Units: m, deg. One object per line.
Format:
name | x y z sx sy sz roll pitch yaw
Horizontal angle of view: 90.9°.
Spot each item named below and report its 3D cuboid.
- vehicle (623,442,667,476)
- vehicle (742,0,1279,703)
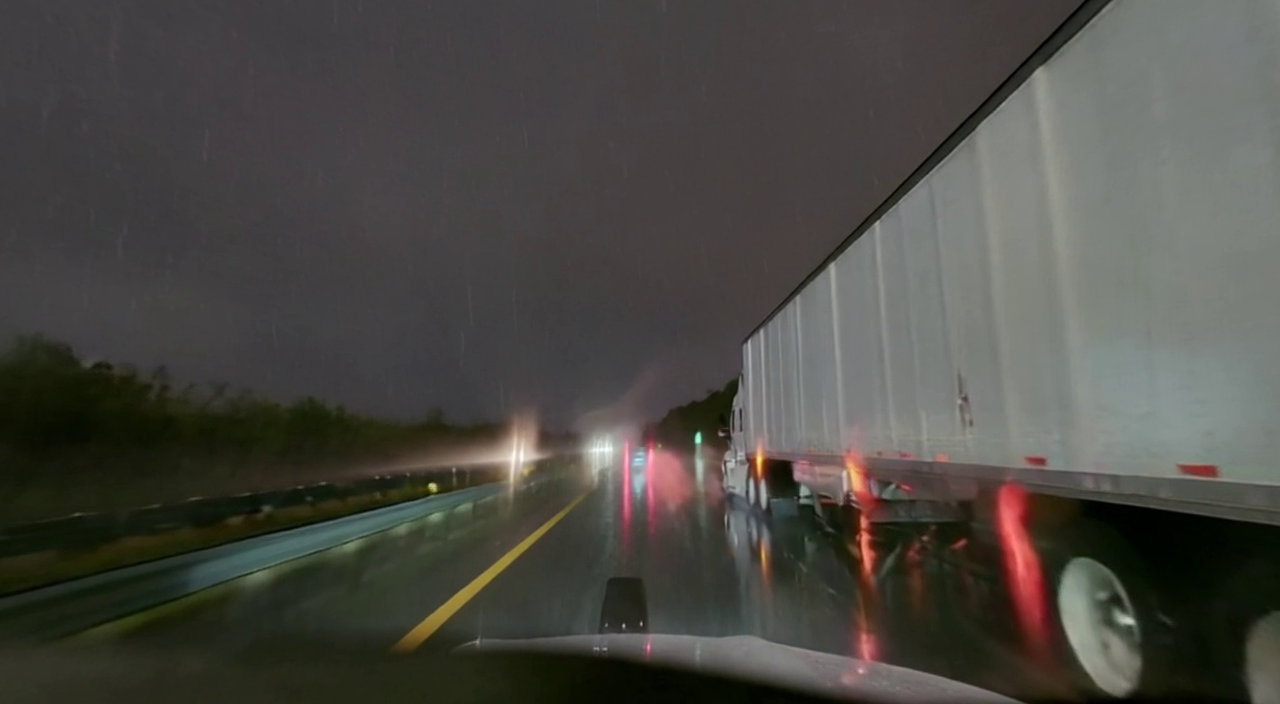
vehicle | 0.254 5.155 30.726 1.968 1.515 4.025 -1 -8 1
vehicle | 3.815 0.303 6.553 2.929 4.158 15.921 0 -8 0
